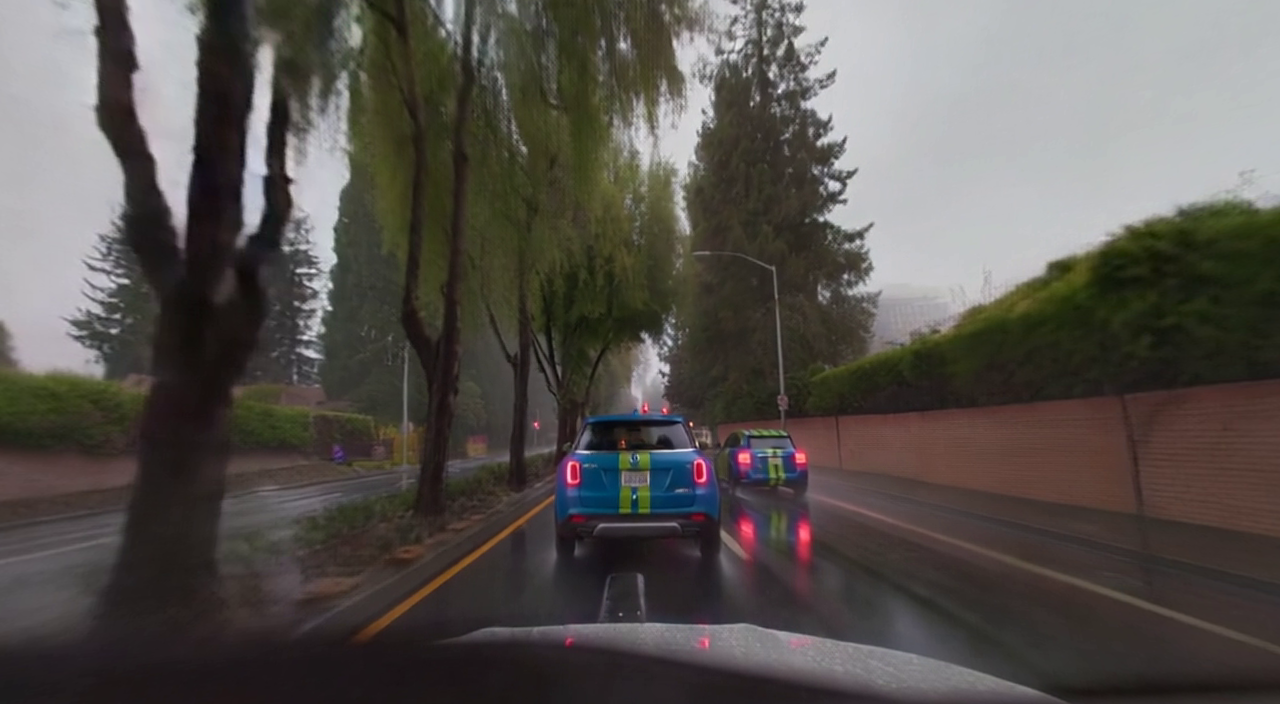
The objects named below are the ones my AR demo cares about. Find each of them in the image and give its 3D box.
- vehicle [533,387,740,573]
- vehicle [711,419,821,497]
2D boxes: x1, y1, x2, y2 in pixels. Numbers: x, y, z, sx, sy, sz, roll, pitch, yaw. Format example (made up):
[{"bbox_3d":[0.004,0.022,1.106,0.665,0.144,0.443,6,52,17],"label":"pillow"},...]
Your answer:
[{"bbox_3d":[-0.083,1.468,7.732,1.984,1.777,3.148,0,-8,-2],"label":"vehicle"},{"bbox_3d":[3.056,2.690,16.255,1.840,1.709,4.202,0,-8,-2],"label":"vehicle"}]
